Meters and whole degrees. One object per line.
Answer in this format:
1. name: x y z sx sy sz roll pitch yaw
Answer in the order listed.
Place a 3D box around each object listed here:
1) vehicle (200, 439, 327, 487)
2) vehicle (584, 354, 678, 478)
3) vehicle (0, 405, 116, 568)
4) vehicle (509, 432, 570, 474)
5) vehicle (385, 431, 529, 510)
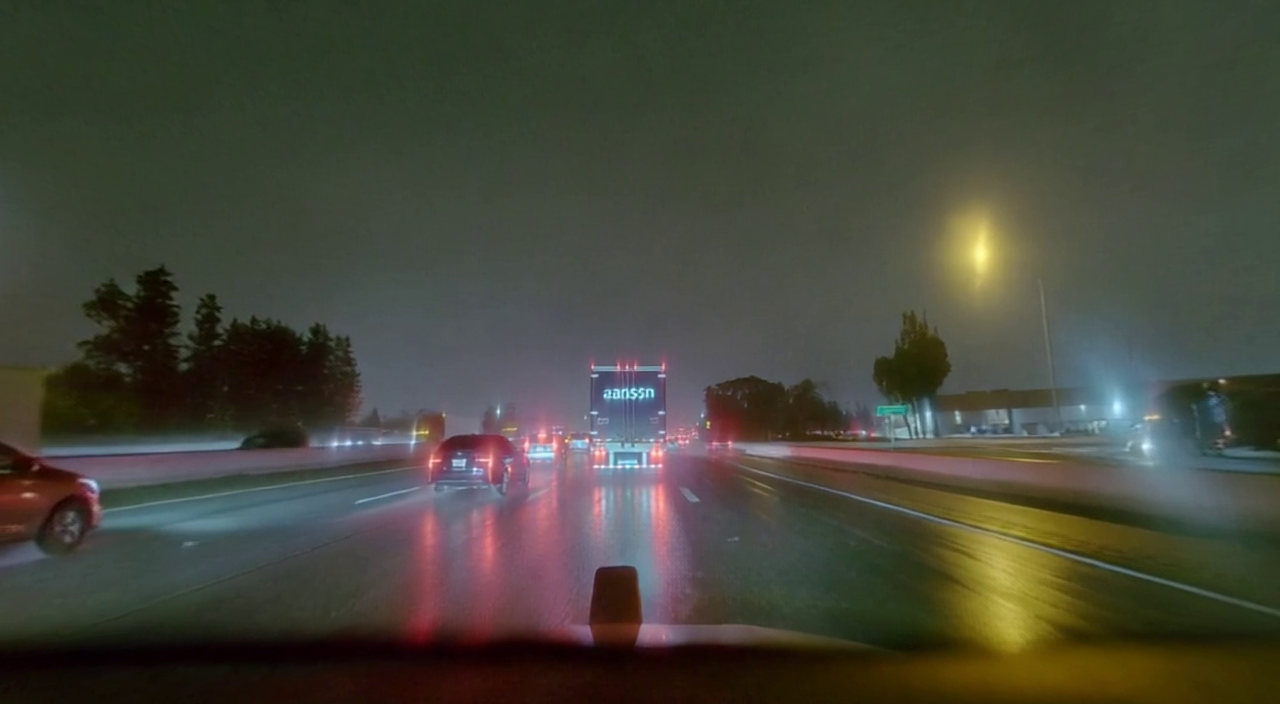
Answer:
1. vehicle: -15.472 4.530 26.257 2.043 1.795 5.156 0 -8 1
2. vehicle: -0.455 2.893 26.850 3.171 4.204 11.036 0 -8 -2
3. vehicle: -7.714 1.308 5.789 1.998 1.698 4.461 0 -8 -2
4. vehicle: -4.137 4.222 26.614 1.946 1.599 4.073 0 -8 0
5. vehicle: -3.947 2.598 14.437 1.964 1.507 4.361 0 -8 0
